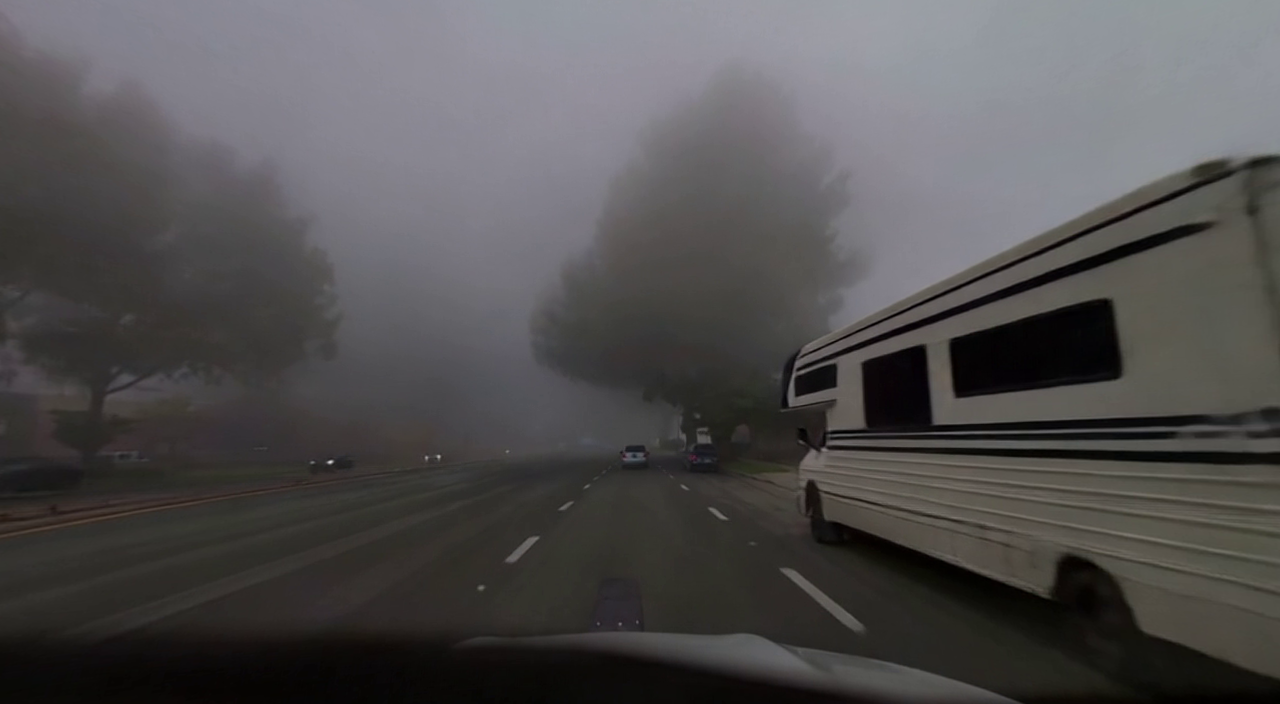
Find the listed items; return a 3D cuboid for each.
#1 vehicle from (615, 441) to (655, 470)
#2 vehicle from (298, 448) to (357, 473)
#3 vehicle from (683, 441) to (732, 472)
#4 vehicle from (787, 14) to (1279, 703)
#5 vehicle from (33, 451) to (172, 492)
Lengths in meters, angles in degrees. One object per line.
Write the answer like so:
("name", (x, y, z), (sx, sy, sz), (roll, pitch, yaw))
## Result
("vehicle", (-0.325, 5.781, 35.376), (2.103, 1.506, 4.742), (0, -9, -1))
("vehicle", (-22.100, 7.639, 44.814), (1.959, 1.683, 4.406), (0, -9, -1))
("vehicle", (3.698, 5.806, 35.389), (2.060, 1.611, 4.675), (0, -9, -2))
("vehicle", (3.967, 0.655, 6.510), (2.924, 3.250, 7.780), (-1, -9, 0))
("vehicle", (-25.597, 5.657, 30.435), (2.013, 1.744, 5.354), (0, -9, -1))
